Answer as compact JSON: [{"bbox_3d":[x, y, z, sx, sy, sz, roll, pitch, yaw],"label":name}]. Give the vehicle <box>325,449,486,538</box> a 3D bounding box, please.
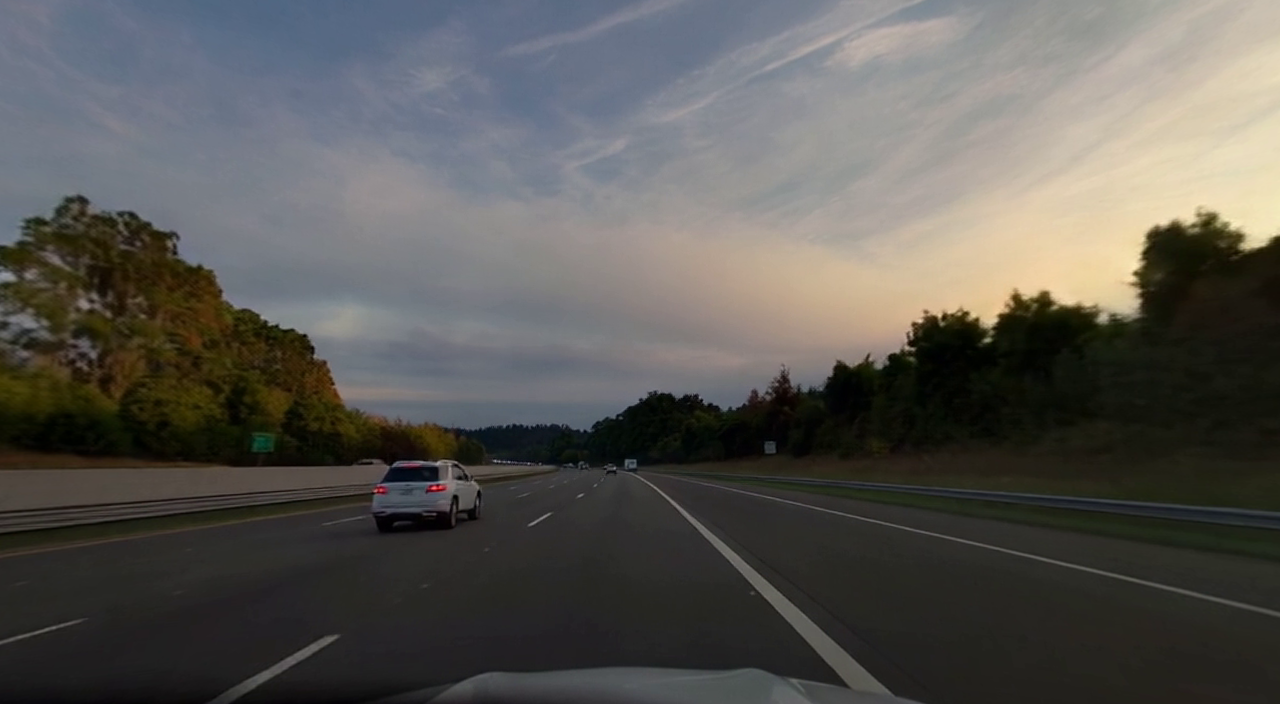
[{"bbox_3d":[-4.773,2.945,13.486,2.025,1.584,3.657,1,-10,0],"label":"vehicle"}]
